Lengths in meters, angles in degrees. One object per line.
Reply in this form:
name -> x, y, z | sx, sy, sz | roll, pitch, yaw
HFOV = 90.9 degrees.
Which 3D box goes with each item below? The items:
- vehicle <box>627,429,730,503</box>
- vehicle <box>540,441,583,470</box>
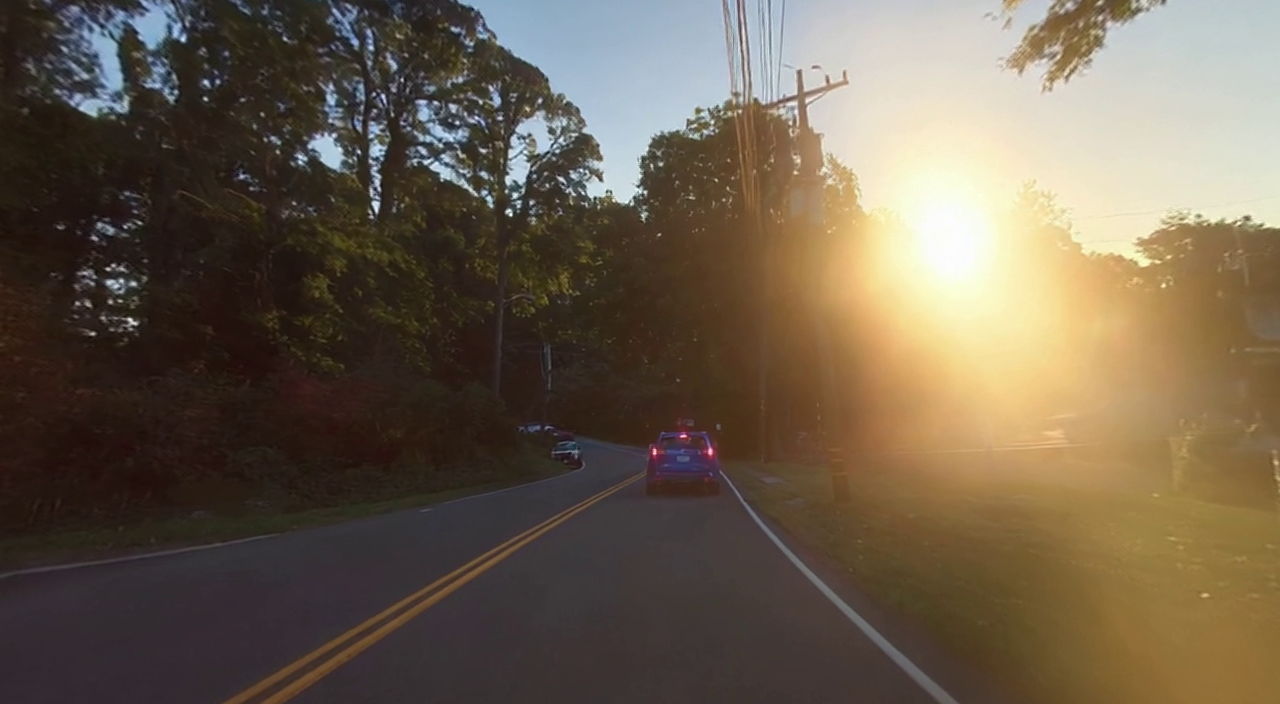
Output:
vehicle -> 0.859, 2.617, 14.818 | 2.081, 1.503, 3.726 | 0, -8, 2
vehicle -> -5.874, 7.599, 46.502 | 2.668, 1.981, 5.575 | 2, -9, -12
